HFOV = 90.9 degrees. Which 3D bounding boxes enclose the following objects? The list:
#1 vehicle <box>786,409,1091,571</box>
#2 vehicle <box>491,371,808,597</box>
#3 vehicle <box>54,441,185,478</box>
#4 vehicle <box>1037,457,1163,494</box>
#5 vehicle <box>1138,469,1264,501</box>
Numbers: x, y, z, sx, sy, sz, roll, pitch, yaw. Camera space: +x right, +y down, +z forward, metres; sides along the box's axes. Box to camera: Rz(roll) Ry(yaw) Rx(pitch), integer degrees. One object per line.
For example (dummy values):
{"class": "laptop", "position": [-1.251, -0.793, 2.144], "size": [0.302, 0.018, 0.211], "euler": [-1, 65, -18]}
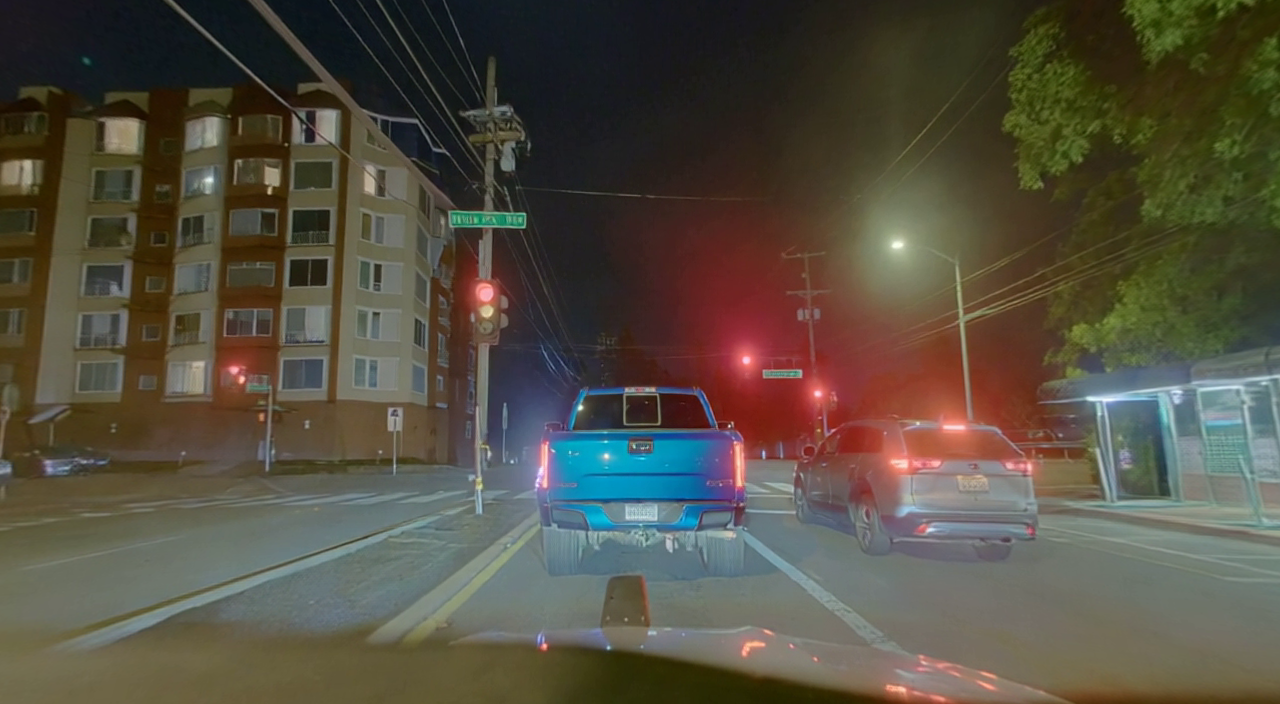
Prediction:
{"class": "vehicle", "position": [3.838, 1.862, 9.362], "size": [2.131, 1.759, 4.762], "euler": [0, -8, -1]}
{"class": "vehicle", "position": [0.109, 1.518, 8.086], "size": [2.738, 1.959, 5.070], "euler": [0, -8, 1]}
{"class": "vehicle", "position": [-24.860, 5.135, 30.199], "size": [4.563, 1.692, 1.778], "euler": [0, -8, -2]}
{"class": "vehicle", "position": [21.771, 5.845, 29.966], "size": [4.498, 1.618, 1.843], "euler": [0, -8, 0]}
{"class": "vehicle", "position": [26.400, 6.267, 29.780], "size": [4.071, 1.388, 1.884], "euler": [0, -8, 1]}
